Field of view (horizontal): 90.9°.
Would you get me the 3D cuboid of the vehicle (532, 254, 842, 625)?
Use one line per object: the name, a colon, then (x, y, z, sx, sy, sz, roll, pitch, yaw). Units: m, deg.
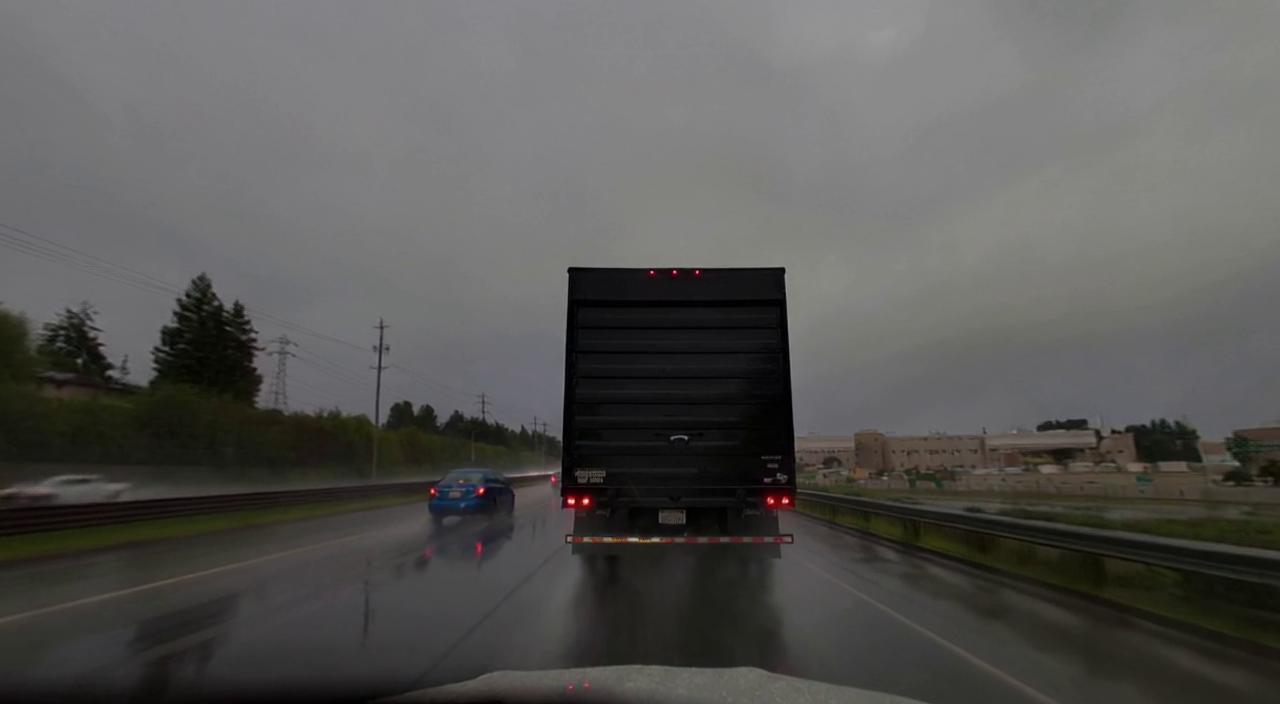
vehicle: (0.594, 1.535, 10.361, 2.831, 3.529, 8.689, 0, -11, 2)

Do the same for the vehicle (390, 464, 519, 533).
vehicle: (-4.495, 3.625, 16.029, 1.891, 1.469, 4.431, 1, -11, 0)

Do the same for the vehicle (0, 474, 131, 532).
vehicle: (-18.865, 4.714, 20.046, 1.868, 1.579, 4.060, 1, -11, 0)
